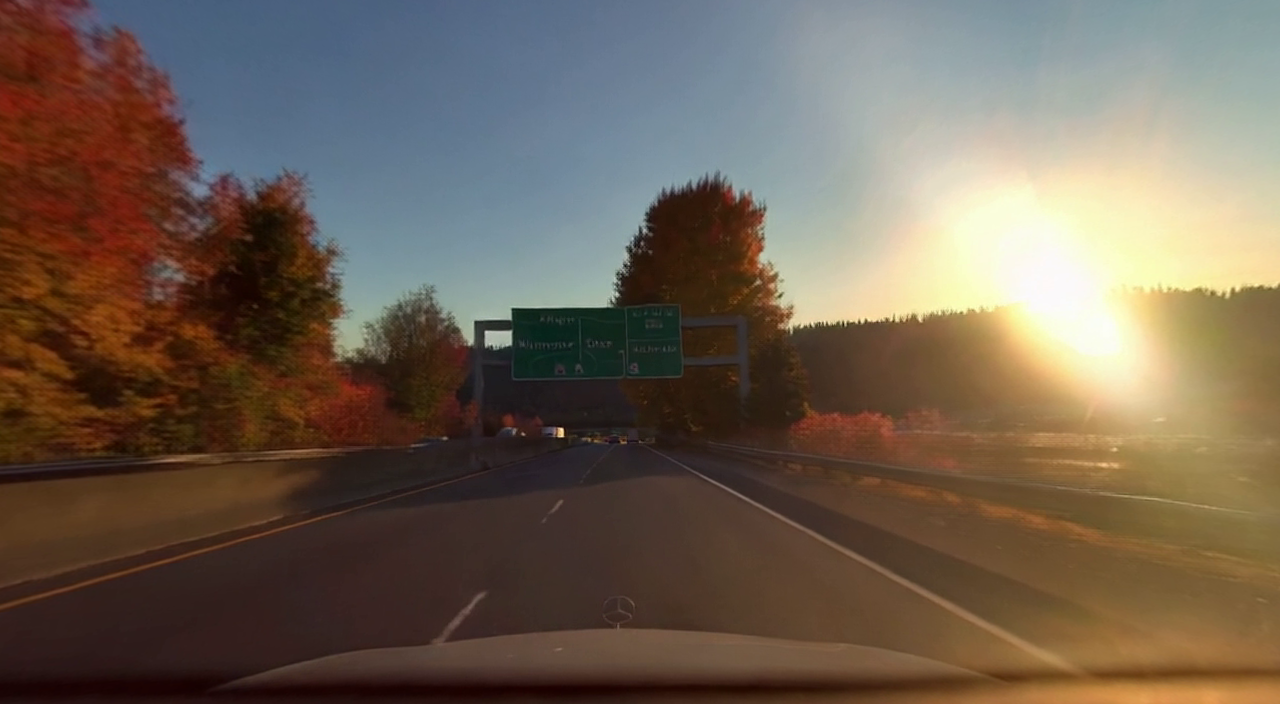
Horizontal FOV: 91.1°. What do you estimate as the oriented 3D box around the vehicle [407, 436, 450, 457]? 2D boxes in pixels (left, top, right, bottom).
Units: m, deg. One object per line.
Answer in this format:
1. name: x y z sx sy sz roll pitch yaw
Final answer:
1. vehicle: -15.598 6.970 46.542 1.836 1.507 4.073 0 -8 -1
